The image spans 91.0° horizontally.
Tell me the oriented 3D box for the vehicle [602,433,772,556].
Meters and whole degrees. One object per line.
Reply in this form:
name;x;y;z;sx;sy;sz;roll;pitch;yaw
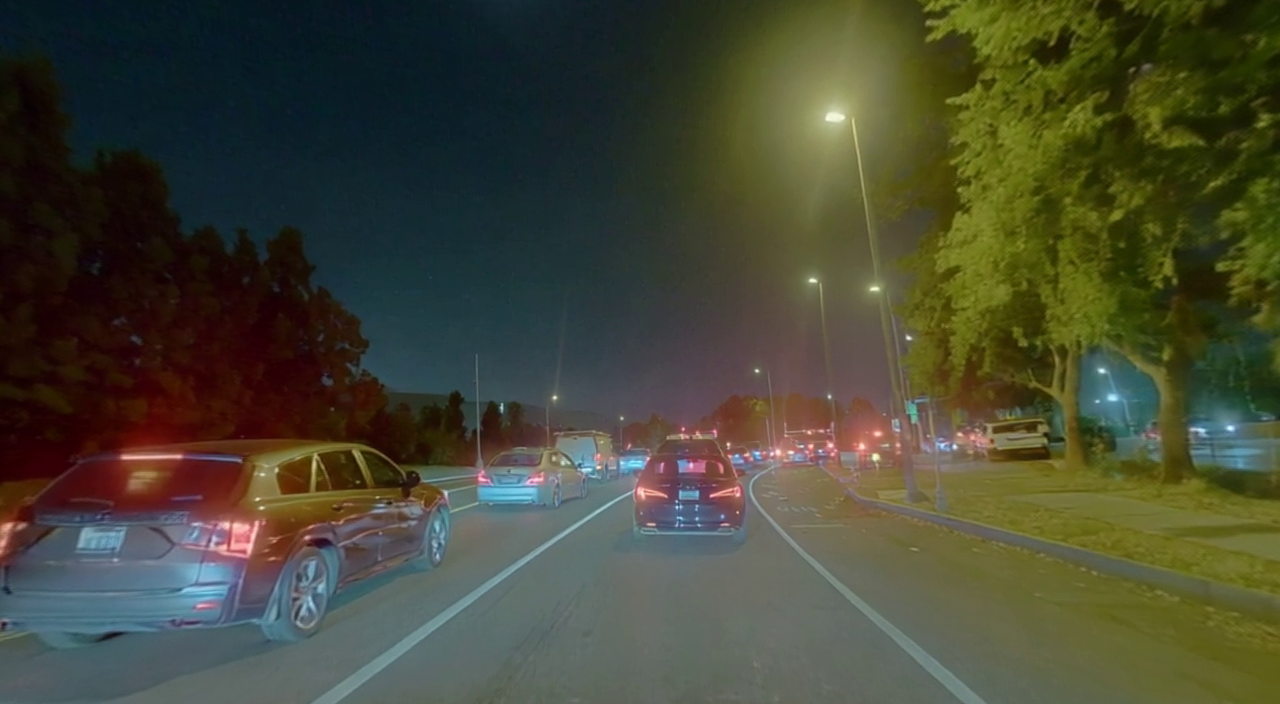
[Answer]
vehicle;0.737;2.120;10.096;2.142;1.528;4.133;-1;-9;4

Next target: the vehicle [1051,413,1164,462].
vehicle;17.578;3.253;23.925;1.803;1.518;3.893;-7;-9;11

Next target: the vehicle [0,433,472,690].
vehicle;-3.257;1.577;5.964;1.940;1.502;4.241;-1;-9;3

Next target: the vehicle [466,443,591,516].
vehicle;-2.532;3.008;15.399;1.870;1.490;4.187;-1;-9;6

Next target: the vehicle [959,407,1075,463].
vehicle;14.309;3.247;24.282;2.288;1.933;4.612;-2;-9;11

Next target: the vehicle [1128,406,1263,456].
vehicle;20.301;2.932;23.276;1.902;1.529;3.937;-7;-9;12
